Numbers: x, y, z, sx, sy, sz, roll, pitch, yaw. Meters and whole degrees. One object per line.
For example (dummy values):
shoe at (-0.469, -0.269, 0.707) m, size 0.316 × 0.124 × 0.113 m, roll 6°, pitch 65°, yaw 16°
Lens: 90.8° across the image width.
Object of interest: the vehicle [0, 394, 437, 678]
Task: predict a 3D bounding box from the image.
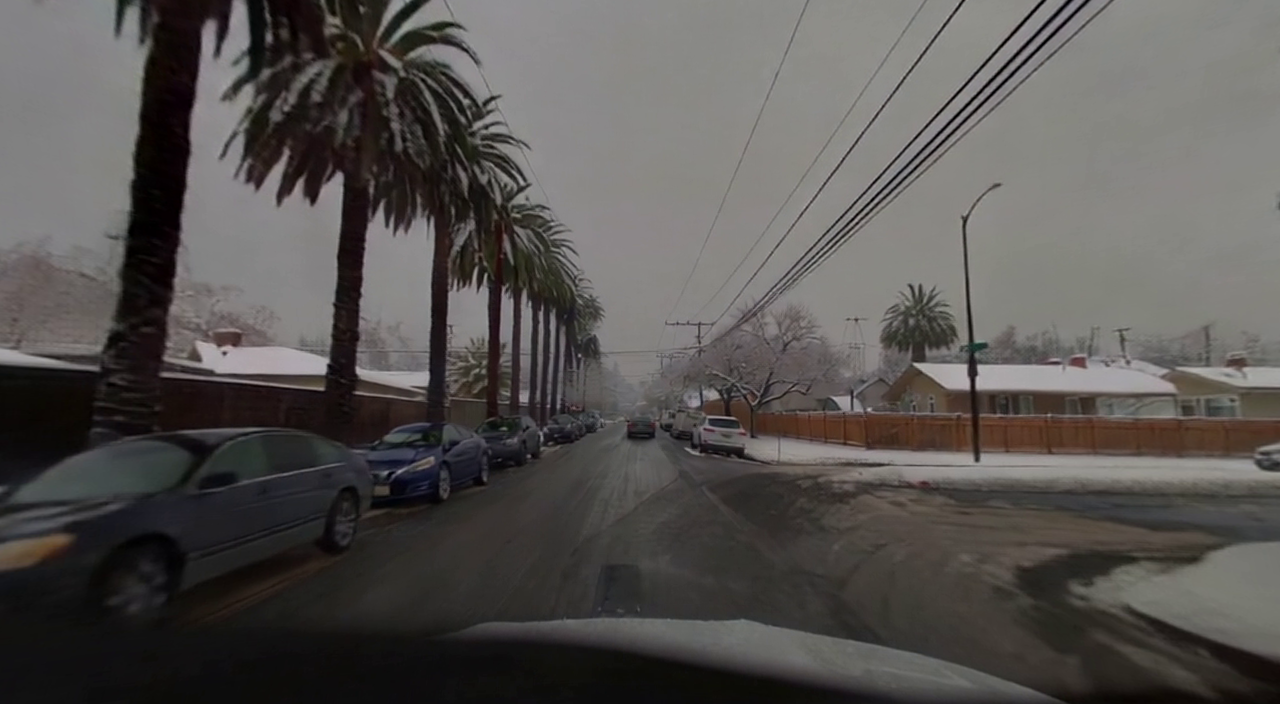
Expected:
vehicle at (-4.101, 1.379, 6.273) m, size 2.157 × 1.487 × 5.718 m, roll -1°, pitch -8°, yaw 2°

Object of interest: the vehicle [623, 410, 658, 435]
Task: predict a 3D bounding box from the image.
vehicle at (0.024, 4.602, 40.681) m, size 2.081 × 1.483 × 4.599 m, roll 0°, pitch -8°, yaw 0°

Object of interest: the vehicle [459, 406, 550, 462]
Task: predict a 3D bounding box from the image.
vehicle at (-4.137, 2.646, 20.200) m, size 1.769 × 1.551 × 5.040 m, roll 0°, pitch -8°, yaw 0°

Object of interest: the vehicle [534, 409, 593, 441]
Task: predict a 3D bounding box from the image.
vehicle at (-3.909, 3.913, 33.227) m, size 2.130 × 1.543 × 5.386 m, roll -1°, pitch -8°, yaw 3°

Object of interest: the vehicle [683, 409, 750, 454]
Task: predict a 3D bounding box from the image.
vehicle at (2.953, 3.238, 25.418) m, size 2.060 × 1.614 × 4.652 m, roll 0°, pitch -8°, yaw -1°
